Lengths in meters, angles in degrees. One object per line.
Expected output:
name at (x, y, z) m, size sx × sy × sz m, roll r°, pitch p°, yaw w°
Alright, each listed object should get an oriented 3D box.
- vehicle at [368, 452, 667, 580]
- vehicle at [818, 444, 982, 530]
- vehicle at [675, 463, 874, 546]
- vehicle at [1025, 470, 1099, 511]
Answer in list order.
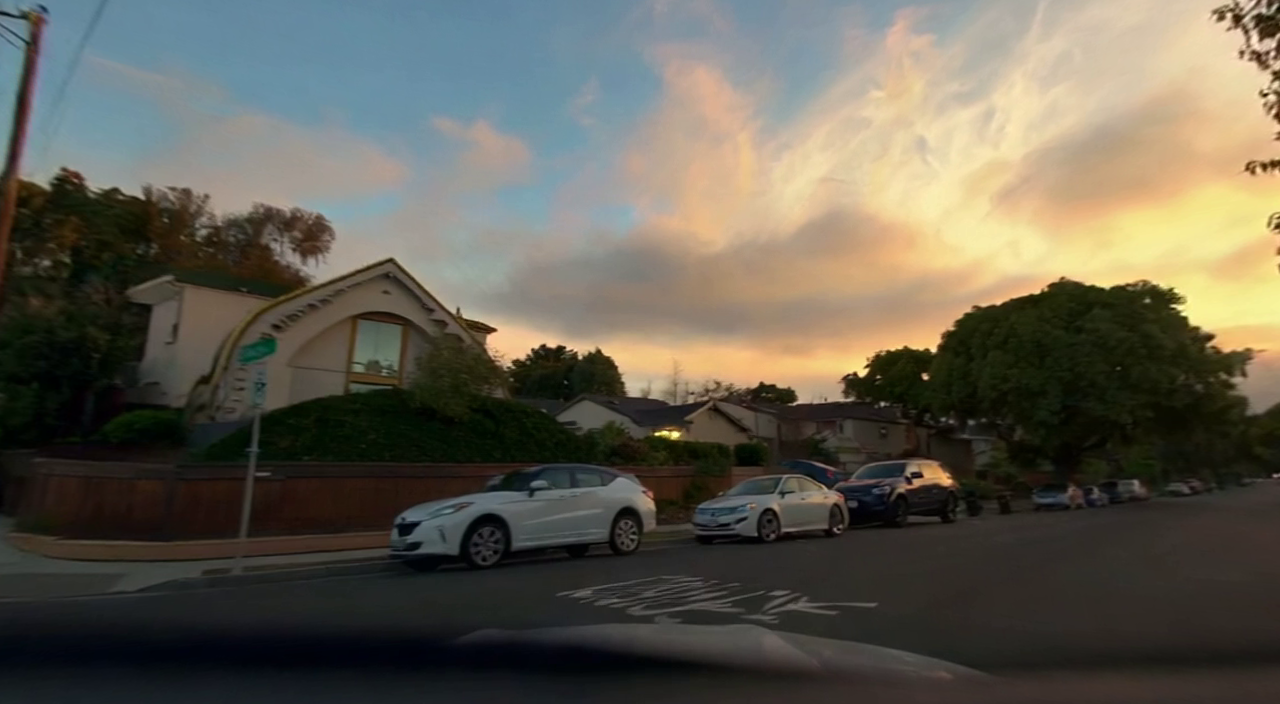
vehicle at (-1.585, 2.289, 9.214) m, size 3.885 × 1.437 × 1.754 m, roll 12°, pitch -16°, yaw -43°
vehicle at (7.241, 3.678, 17.396) m, size 4.814 × 1.995 × 2.194 m, roll 10°, pitch -16°, yaw -42°
vehicle at (2.936, 3.128, 13.271) m, size 4.407 × 1.427 × 1.823 m, roll 11°, pitch -16°, yaw -42°
vehicle at (20.325, 6.555, 30.345) m, size 1.971 × 1.648 × 4.638 m, roll -9°, pitch -12°, yaw 44°
